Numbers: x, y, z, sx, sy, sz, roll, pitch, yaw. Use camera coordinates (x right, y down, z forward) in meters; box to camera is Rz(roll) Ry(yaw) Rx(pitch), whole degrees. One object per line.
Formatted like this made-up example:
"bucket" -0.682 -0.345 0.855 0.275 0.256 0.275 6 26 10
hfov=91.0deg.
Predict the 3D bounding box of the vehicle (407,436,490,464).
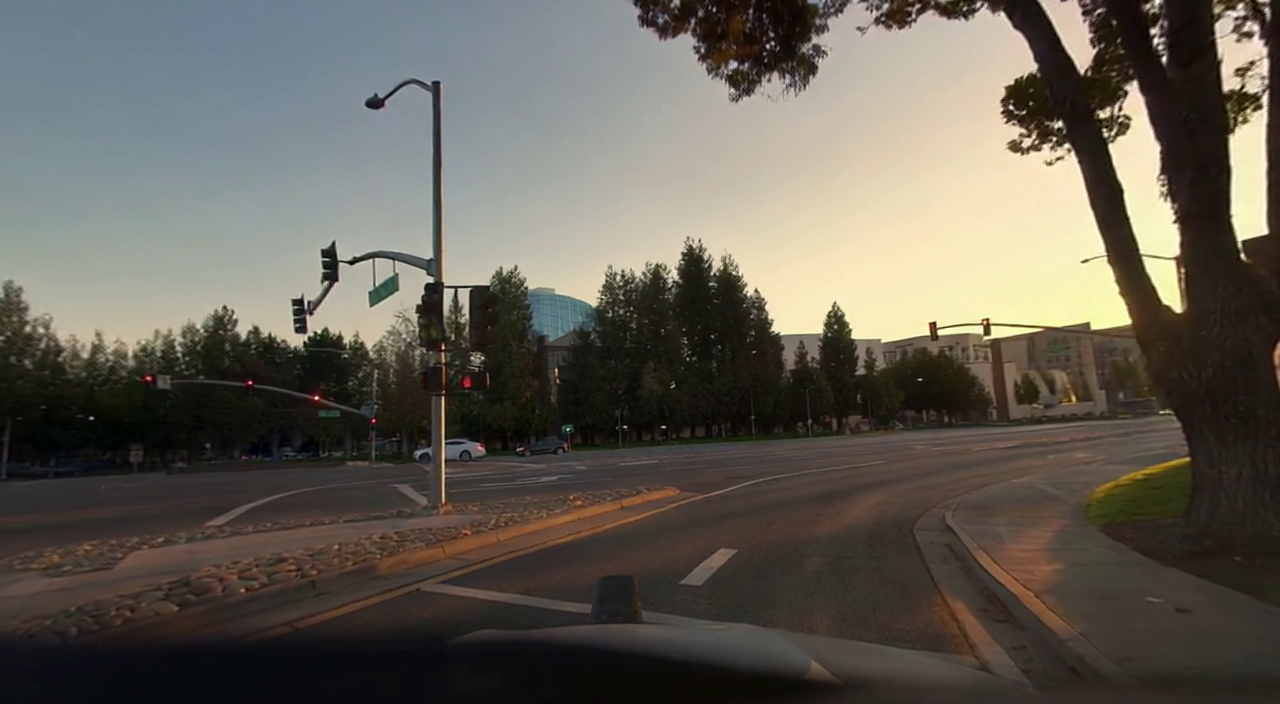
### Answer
"vehicle" -12.706 6.502 41.875 4.782 1.776 2.118 6 -10 -35

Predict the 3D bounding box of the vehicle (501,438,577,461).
"vehicle" -6.552 6.323 40.901 4.527 1.444 1.811 6 -10 -36
